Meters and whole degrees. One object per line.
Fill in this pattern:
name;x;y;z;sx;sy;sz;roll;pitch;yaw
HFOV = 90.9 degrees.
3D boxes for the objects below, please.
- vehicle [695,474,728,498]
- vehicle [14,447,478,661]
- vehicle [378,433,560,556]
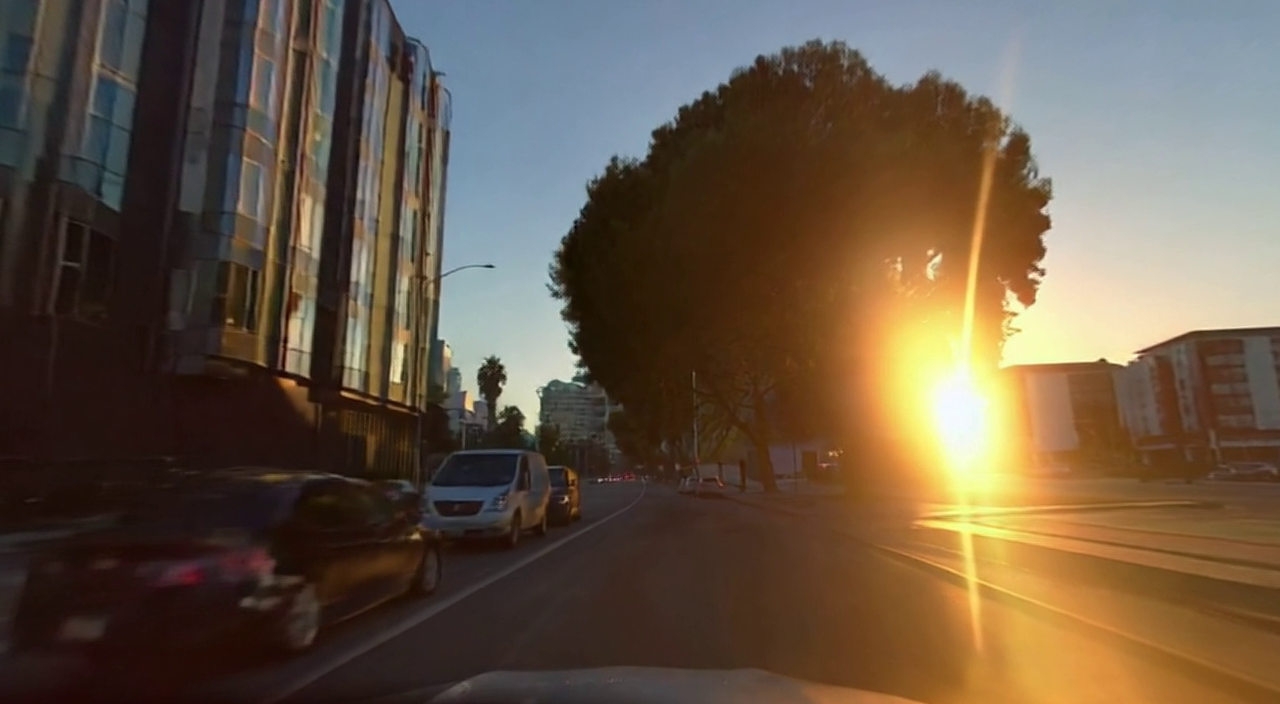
vehicle;4.635;8.777;41.526;1.899;1.470;3.666;0;-11;2
vehicle;-3.463;1.911;6.922;1.853;1.495;4.632;-2;-11;4
vehicle;-3.228;2.888;13.216;2.148;2.024;4.884;0;-11;3
